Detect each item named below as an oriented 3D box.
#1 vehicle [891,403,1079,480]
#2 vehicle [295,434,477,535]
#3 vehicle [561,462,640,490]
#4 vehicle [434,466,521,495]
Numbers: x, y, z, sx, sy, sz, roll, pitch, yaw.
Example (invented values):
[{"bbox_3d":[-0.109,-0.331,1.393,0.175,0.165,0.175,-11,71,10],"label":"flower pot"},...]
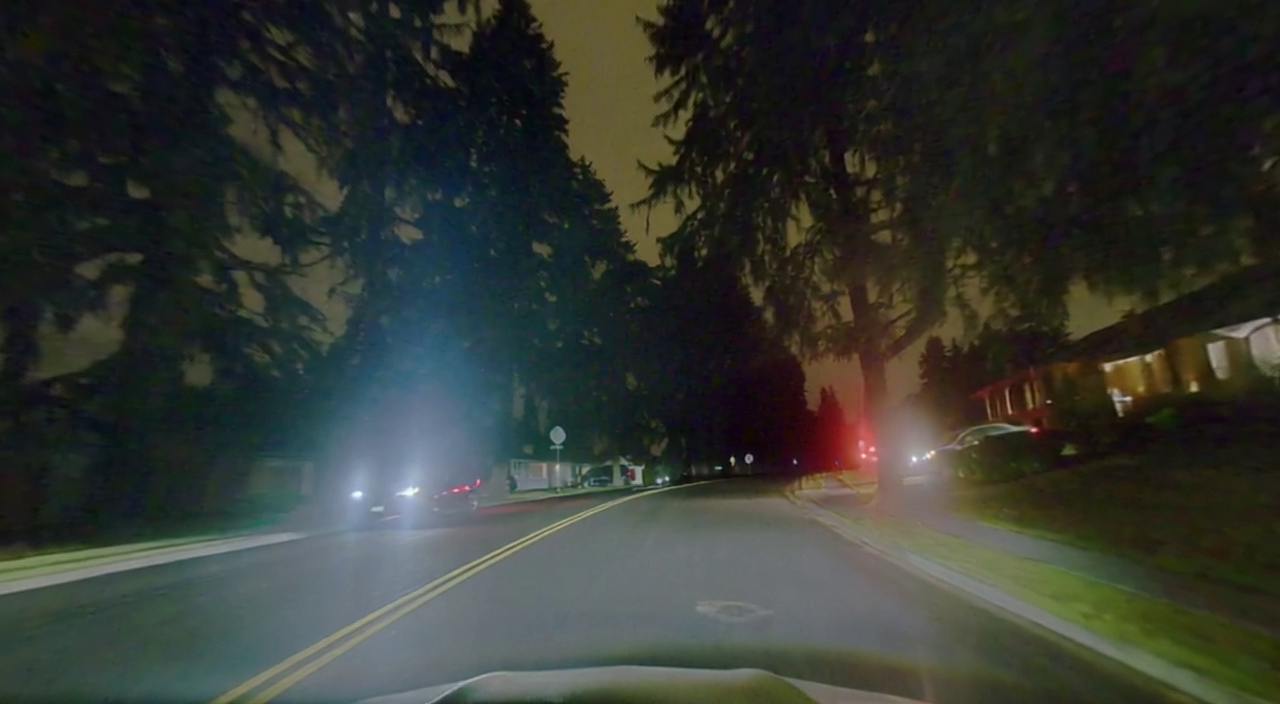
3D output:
[{"bbox_3d":[11.071,2.966,20.624,4.740,1.638,2.018,-4,-24,2],"label":"vehicle"},{"bbox_3d":[-5.633,3.239,14.758,1.963,1.539,4.210,-3,-22,8],"label":"vehicle"},{"bbox_3d":[-2.997,9.540,48.568,5.643,1.759,2.110,-2,-19,11],"label":"vehicle"},{"bbox_3d":[-8.779,6.969,34.416,4.175,1.492,1.845,0,-11,2],"label":"vehicle"}]
